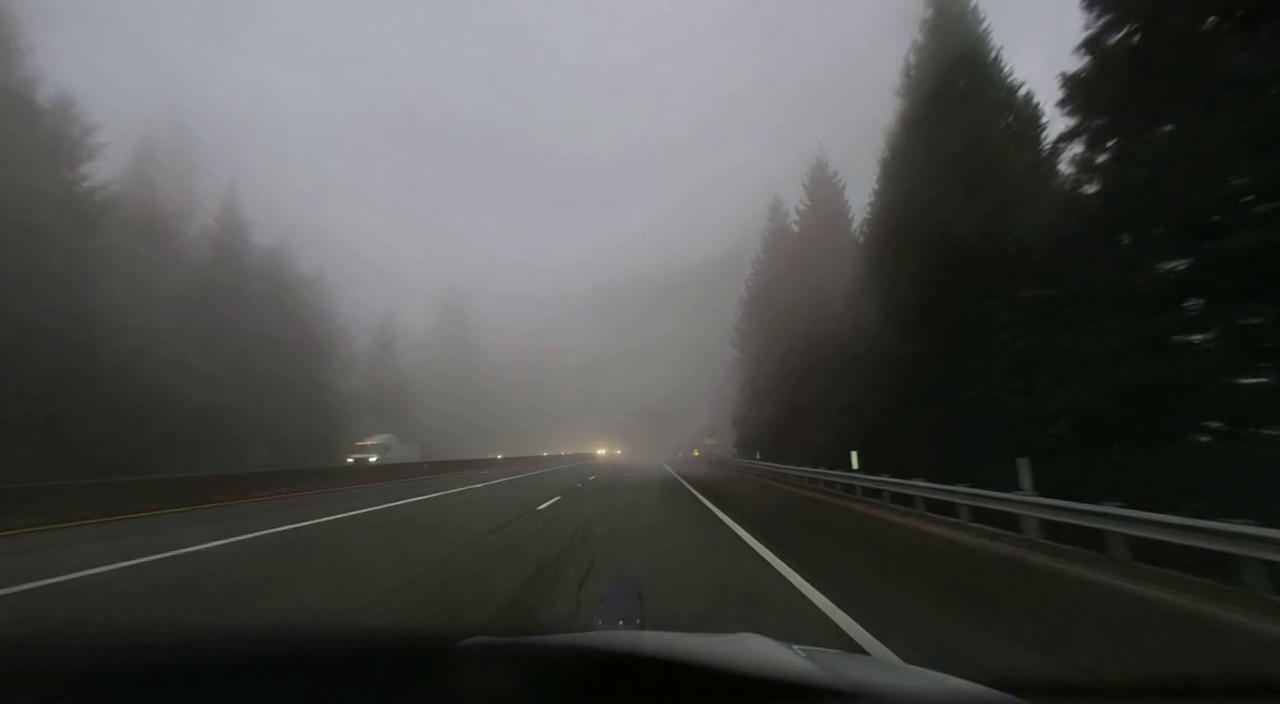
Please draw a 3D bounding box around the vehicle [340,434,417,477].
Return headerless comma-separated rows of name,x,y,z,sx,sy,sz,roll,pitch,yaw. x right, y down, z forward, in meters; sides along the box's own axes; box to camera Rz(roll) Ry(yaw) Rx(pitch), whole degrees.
vehicle,-17.271,6.869,42.067,2.295,2.600,6.283,0,-9,1
